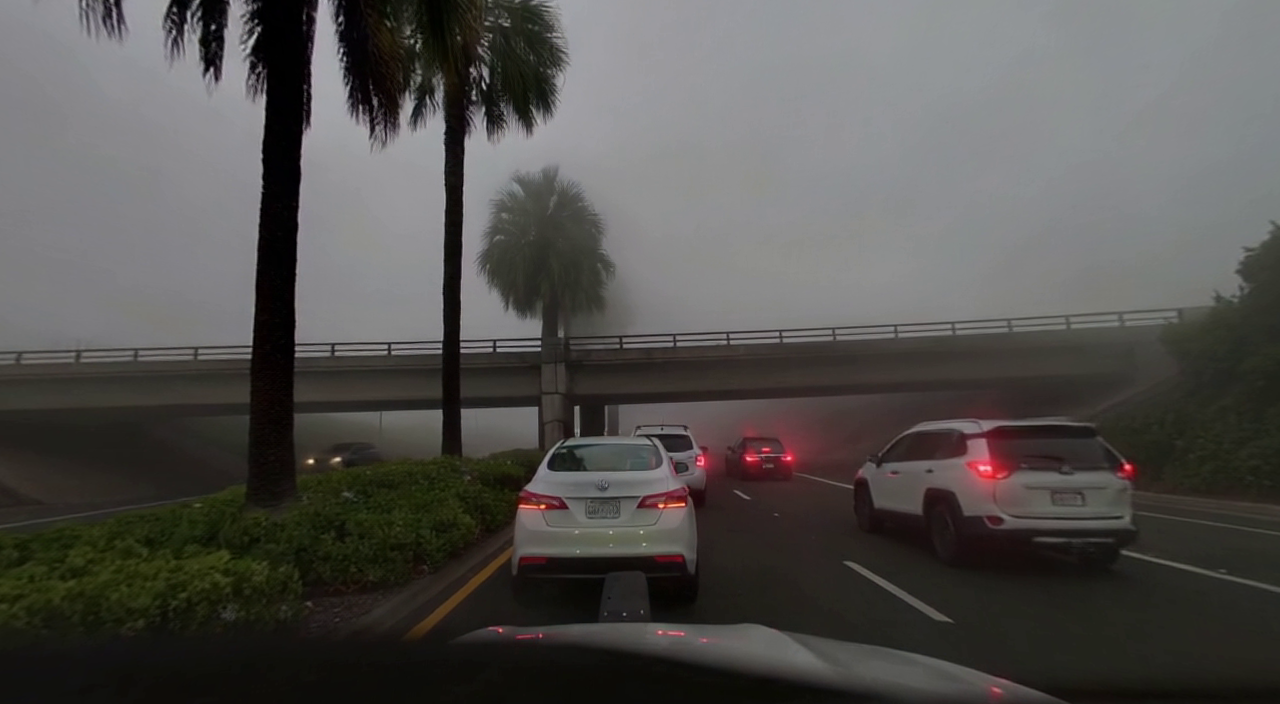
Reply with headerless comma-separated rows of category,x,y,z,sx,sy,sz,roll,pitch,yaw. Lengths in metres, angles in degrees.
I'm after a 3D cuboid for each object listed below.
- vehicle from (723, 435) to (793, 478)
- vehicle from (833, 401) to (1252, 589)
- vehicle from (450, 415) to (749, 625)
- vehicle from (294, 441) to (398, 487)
vehicle,4.566,4.120,24.951,2.034,1.517,4.840,0,-9,2
vehicle,4.220,1.588,7.889,2.149,1.609,4.807,0,-9,2
vehicle,-0.242,1.524,6.642,2.172,1.506,4.018,0,-9,2
vehicle,-11.854,4.516,25.706,2.084,1.704,4.485,0,-9,-1
